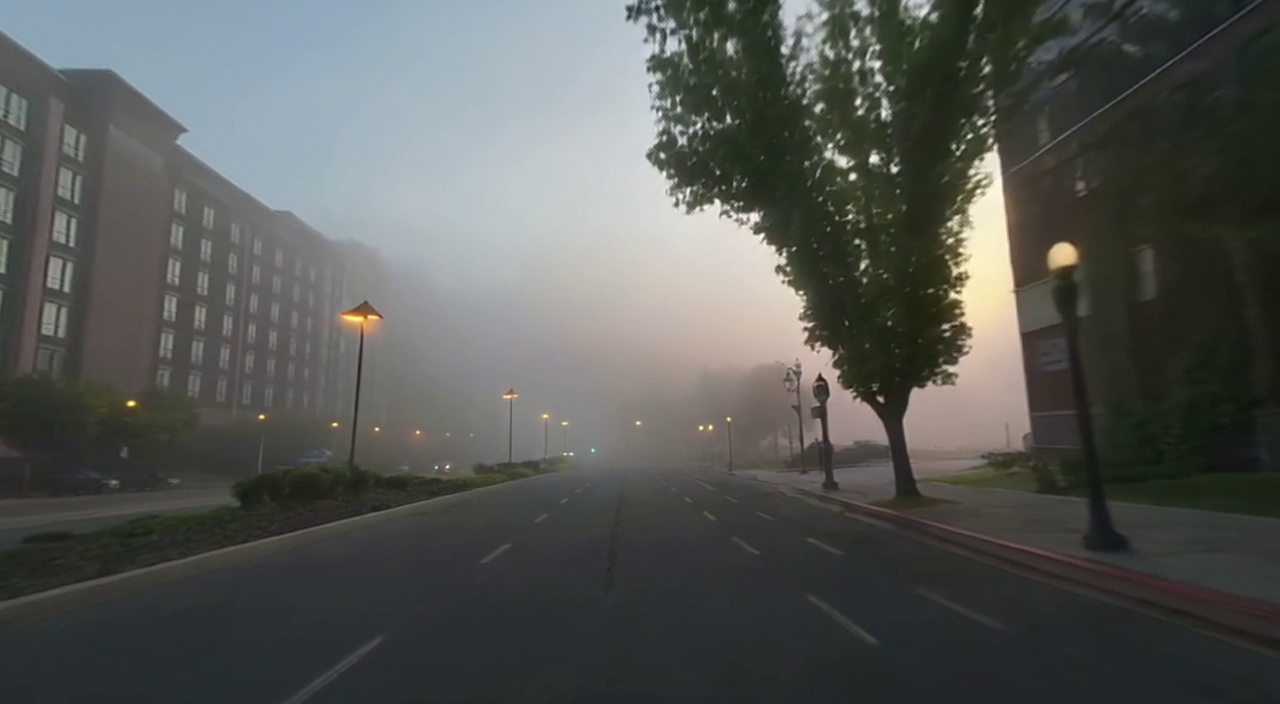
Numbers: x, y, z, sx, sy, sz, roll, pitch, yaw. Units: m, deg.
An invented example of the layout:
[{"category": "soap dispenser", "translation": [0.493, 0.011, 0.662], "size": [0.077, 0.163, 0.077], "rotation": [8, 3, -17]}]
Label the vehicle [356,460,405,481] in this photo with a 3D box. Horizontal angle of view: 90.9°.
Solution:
[{"category": "vehicle", "translation": [-19.784, 9.054, 48.257], "size": [1.835, 1.417, 4.352], "rotation": [0, -8, 1]}]

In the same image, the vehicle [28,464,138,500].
[{"category": "vehicle", "translation": [-32.471, 7.533, 37.000], "size": [2.235, 1.777, 4.963], "rotation": [1, -8, -6]}]

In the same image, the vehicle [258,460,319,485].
[{"category": "vehicle", "translation": [-26.967, 9.250, 48.595], "size": [2.124, 1.650, 4.413], "rotation": [0, -8, 0]}]

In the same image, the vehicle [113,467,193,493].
[{"category": "vehicle", "translation": [-32.870, 8.637, 42.727], "size": [1.823, 1.471, 4.715], "rotation": [0, -8, -2]}]
